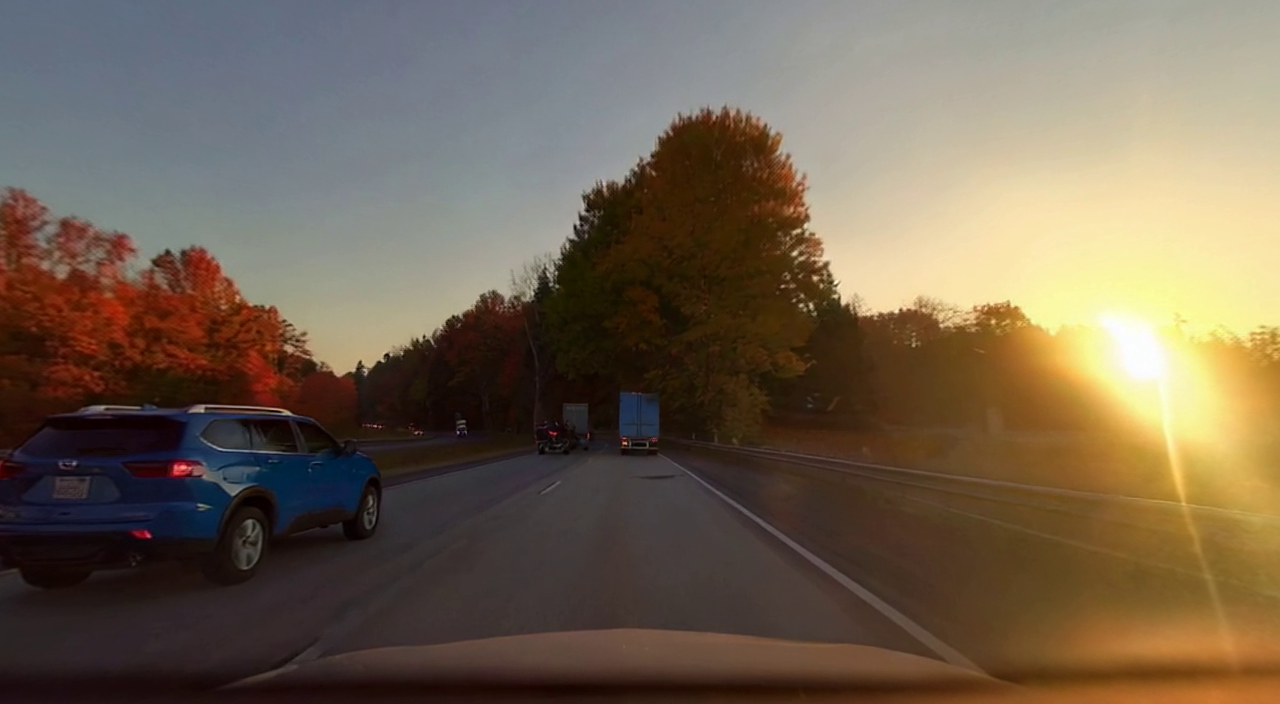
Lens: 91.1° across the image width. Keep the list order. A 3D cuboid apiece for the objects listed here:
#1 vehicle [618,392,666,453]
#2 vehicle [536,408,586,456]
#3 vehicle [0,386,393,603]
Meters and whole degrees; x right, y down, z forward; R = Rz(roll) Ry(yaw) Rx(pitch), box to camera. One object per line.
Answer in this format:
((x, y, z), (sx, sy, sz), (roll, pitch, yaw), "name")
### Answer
((-0.018, 5.163, 45.157), (3.078, 3.955, 8.774), (0, -8, -2), "vehicle")
((-4.852, 5.033, 39.453), (2.383, 2.726, 5.677), (0, -8, 0), "vehicle")
((-4.768, 1.403, 7.181), (2.089, 1.669, 4.515), (0, -8, 0), "vehicle")
